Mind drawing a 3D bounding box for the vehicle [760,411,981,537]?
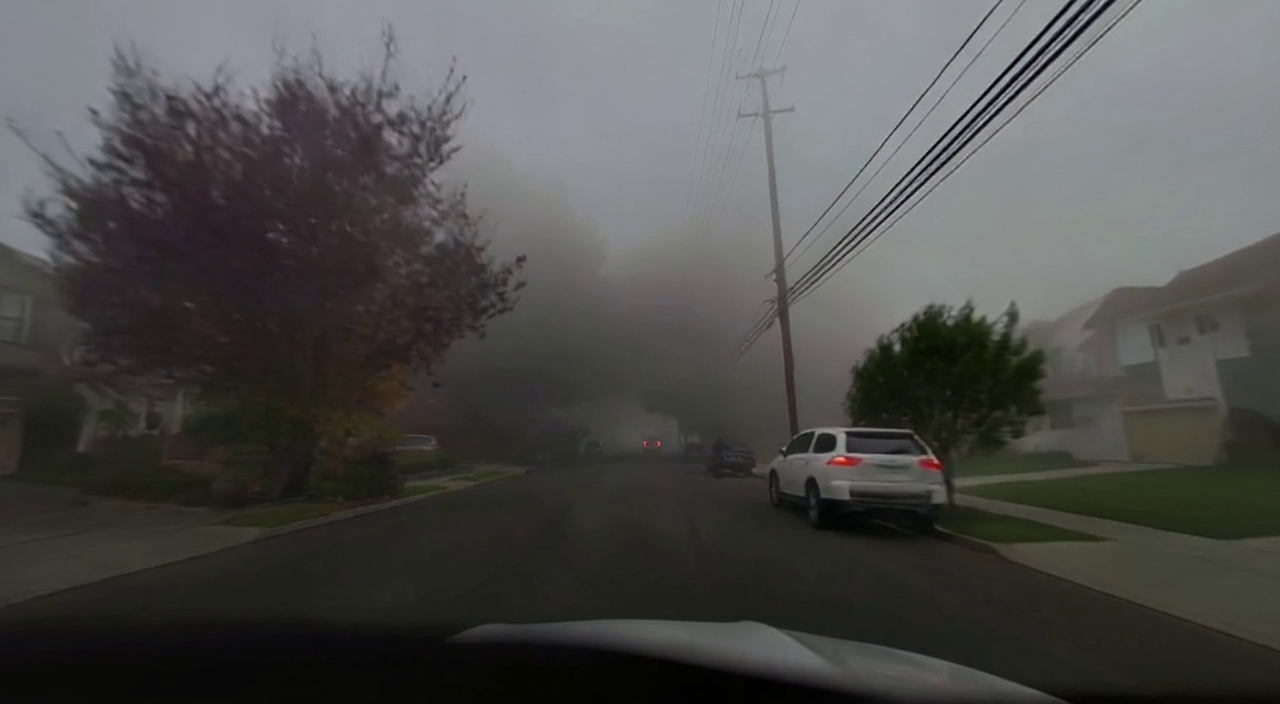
[{"bbox_3d":[3.847,2.152,11.786,2.280,1.820,5.001,0,-8,1],"label":"vehicle"}]

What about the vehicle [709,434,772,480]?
[{"bbox_3d":[4.191,4.450,27.056,2.066,1.753,4.877,0,-8,2],"label":"vehicle"}]

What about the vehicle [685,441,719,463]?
[{"bbox_3d":[4.460,7.302,46.181,2.031,1.471,4.328,0,-8,-1],"label":"vehicle"}]

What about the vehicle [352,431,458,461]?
[{"bbox_3d":[-12.343,4.991,33.439,4.792,1.521,2.077,0,-8,1],"label":"vehicle"}]
